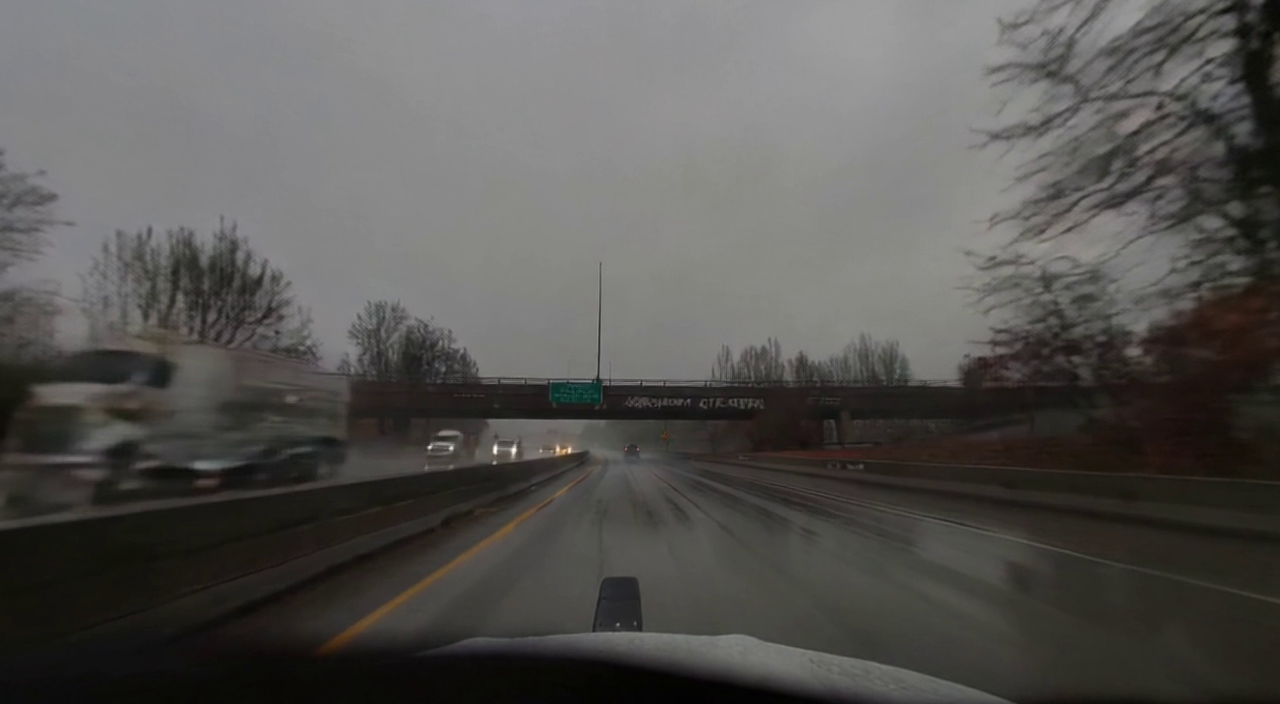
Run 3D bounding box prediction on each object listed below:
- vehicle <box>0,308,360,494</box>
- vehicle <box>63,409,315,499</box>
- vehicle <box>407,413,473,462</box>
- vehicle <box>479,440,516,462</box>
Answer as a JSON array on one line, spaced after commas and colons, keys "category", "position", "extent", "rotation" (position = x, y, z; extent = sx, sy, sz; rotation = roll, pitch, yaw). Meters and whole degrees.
[{"category": "vehicle", "position": [-13.728, 2.115, 20.688], "extent": [2.885, 4.088, 13.949], "rotation": [0, -9, -2]}, {"category": "vehicle", "position": [-9.346, 2.196, 13.657], "extent": [2.046, 1.609, 4.642], "rotation": [0, -9, -1]}, {"category": "vehicle", "position": [-15.180, 6.658, 48.205], "extent": [2.751, 3.441, 7.312], "rotation": [0, -9, -2]}, {"category": "vehicle", "position": [-10.316, 7.223, 45.607], "extent": [1.857, 1.490, 4.145], "rotation": [0, -9, -2]}]
